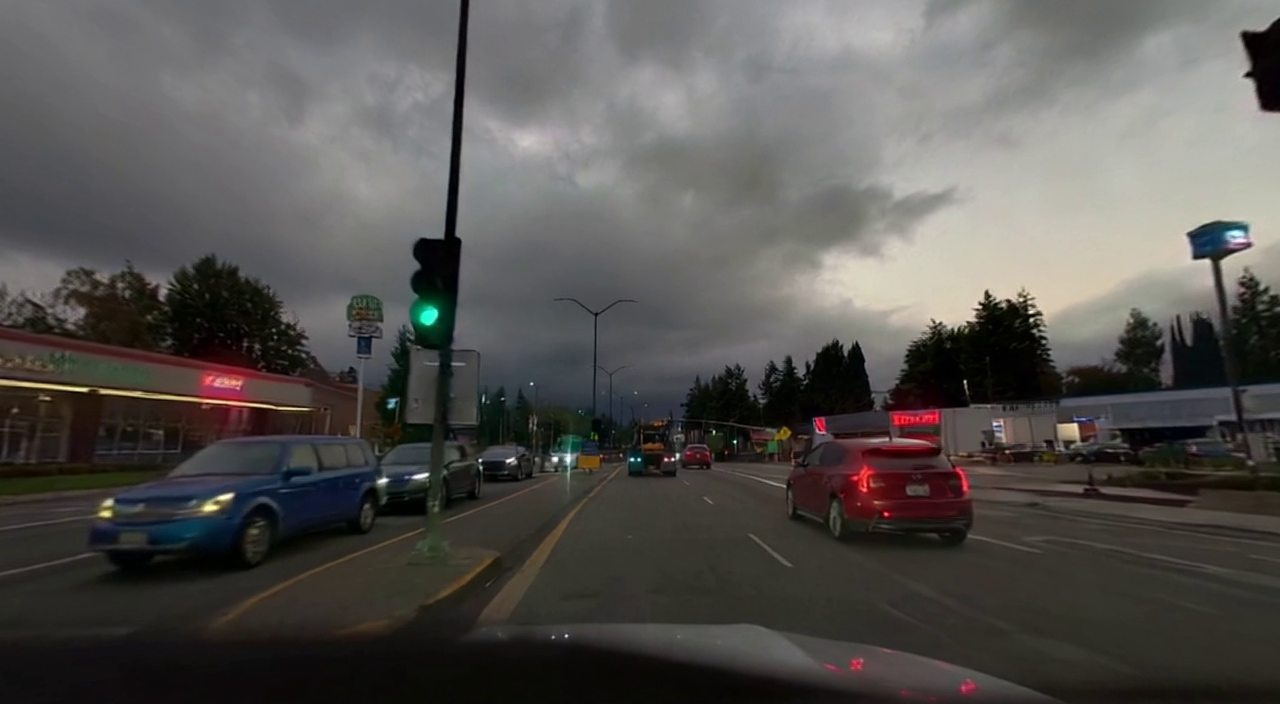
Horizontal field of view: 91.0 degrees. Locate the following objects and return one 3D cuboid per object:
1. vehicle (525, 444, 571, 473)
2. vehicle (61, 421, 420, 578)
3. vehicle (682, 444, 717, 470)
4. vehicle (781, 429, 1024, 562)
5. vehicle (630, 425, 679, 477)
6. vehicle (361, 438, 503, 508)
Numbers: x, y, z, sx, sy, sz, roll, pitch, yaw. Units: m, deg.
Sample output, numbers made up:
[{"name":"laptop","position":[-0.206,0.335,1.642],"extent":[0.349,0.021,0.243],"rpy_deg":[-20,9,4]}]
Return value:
[{"name":"vehicle","position":[-5.002,5.876,34.894],"extent":[1.922,1.506,4.302],"rpy_deg":[0,-9,-1]},{"name":"vehicle","position":[-4.671,1.767,8.377],"extent":[2.001,1.518,4.316],"rpy_deg":[0,-9,-1]},{"name":"vehicle","position":[4.236,7.564,45.609],"extent":[2.025,1.754,4.311],"rpy_deg":[0,-9,-1]},{"name":"vehicle","position":[3.666,2.057,9.749],"extent":[2.025,1.618,3.949],"rpy_deg":[0,-9,0]},{"name":"vehicle","position":[0.750,5.660,36.525],"extent":[2.566,2.705,6.350],"rpy_deg":[-1,-7,0]},{"name":"vehicle","position":[-4.895,2.905,15.621],"extent":[1.958,1.473,4.540],"rpy_deg":[0,-9,0]}]
